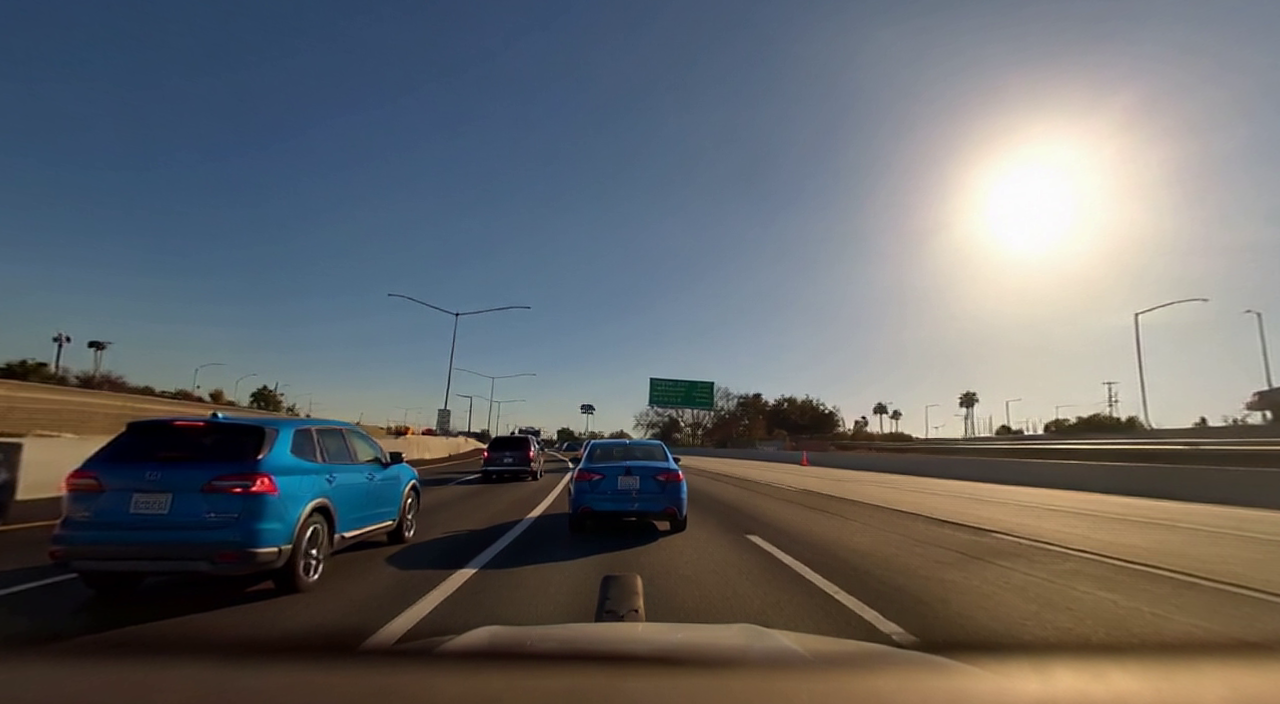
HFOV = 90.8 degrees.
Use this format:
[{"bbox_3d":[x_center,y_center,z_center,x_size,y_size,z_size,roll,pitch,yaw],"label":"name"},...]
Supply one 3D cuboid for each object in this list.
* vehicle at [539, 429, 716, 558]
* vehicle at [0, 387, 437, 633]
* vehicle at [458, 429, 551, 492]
[{"bbox_3d":[-0.208,1.949,9.420,2.069,1.484,3.982,0,-9,-2],"label":"vehicle"},{"bbox_3d":[-3.757,1.406,6.528,2.025,1.708,4.089,0,-9,-1],"label":"vehicle"},{"bbox_3d":[-4.035,3.298,19.473,1.982,1.727,4.057,0,-9,0],"label":"vehicle"}]
